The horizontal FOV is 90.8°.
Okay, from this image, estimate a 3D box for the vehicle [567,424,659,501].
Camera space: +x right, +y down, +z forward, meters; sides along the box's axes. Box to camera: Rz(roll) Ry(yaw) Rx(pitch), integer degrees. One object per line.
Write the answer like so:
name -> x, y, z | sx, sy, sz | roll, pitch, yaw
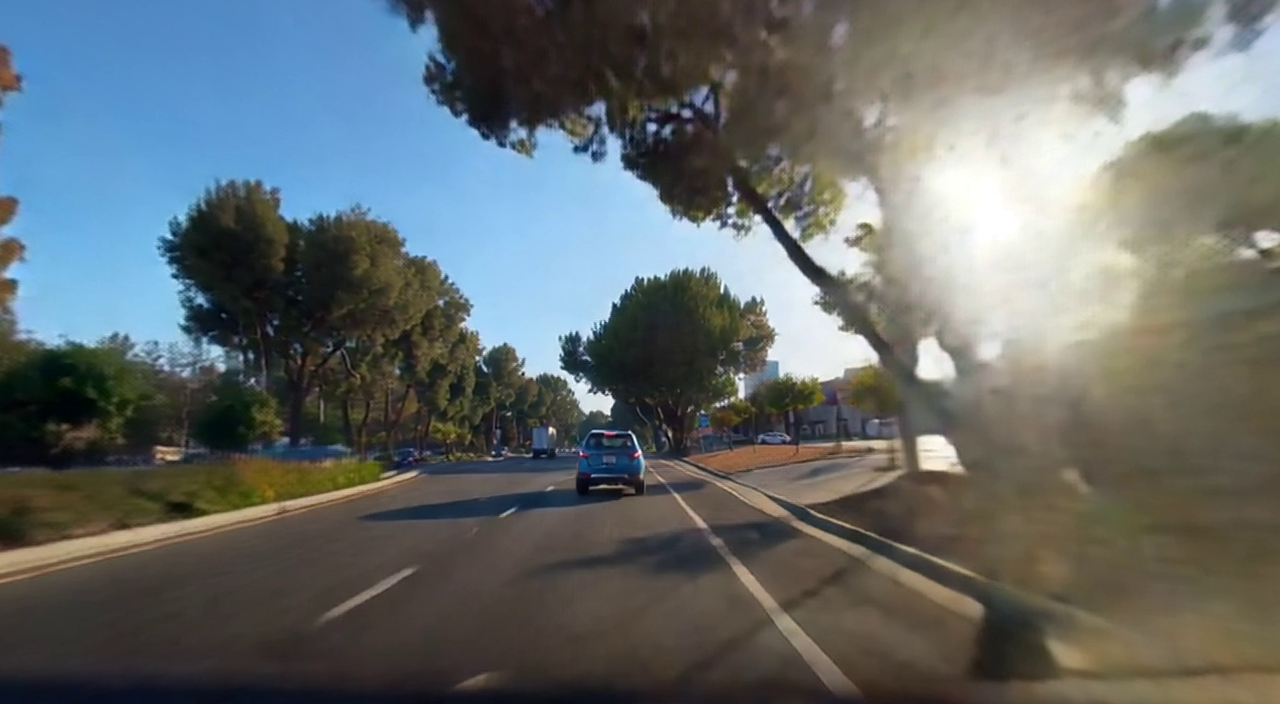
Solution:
vehicle -> -0.668, 2.882, 16.840 | 2.131, 1.761, 4.242 | 0, -8, -1
